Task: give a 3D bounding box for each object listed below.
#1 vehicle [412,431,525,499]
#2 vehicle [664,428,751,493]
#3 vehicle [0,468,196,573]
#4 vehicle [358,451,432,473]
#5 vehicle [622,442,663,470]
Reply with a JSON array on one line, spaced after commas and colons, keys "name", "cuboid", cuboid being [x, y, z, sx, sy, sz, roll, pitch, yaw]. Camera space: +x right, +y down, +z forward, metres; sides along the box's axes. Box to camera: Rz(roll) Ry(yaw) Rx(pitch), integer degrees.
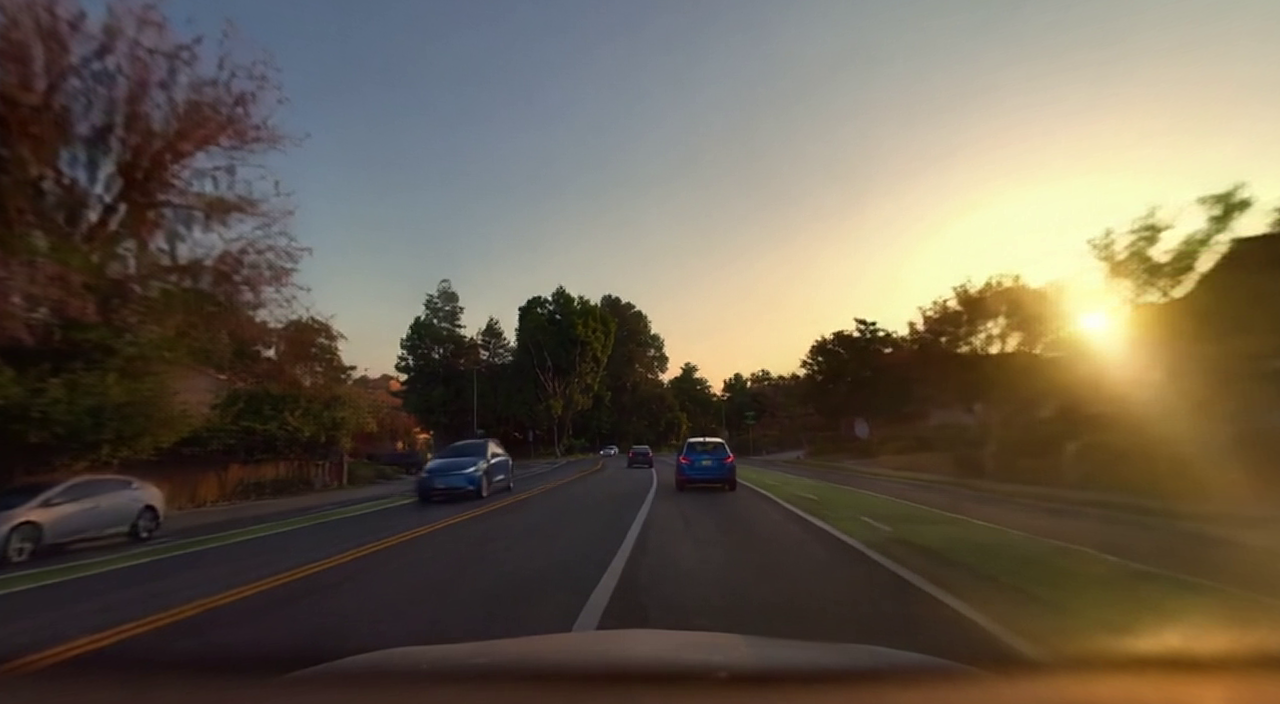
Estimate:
[{"name": "vehicle", "cuboid": [-5.346, 3.599, 20.513, 2.146, 1.912, 4.878, -1, -9, 2]}, {"name": "vehicle", "cuboid": [1.942, 3.343, 19.722, 2.200, 1.763, 4.676, 0, -9, 0]}, {"name": "vehicle", "cuboid": [-10.590, 2.891, 11.250, 1.831, 1.464, 4.520, -1, -9, 4]}, {"name": "vehicle", "cuboid": [-17.496, 7.869, 45.220, 4.514, 1.523, 1.860, 0, -8, 1]}, {"name": "vehicle", "cuboid": [0.080, 5.866, 35.700, 2.196, 1.449, 4.006, 0, -9, -2]}]
